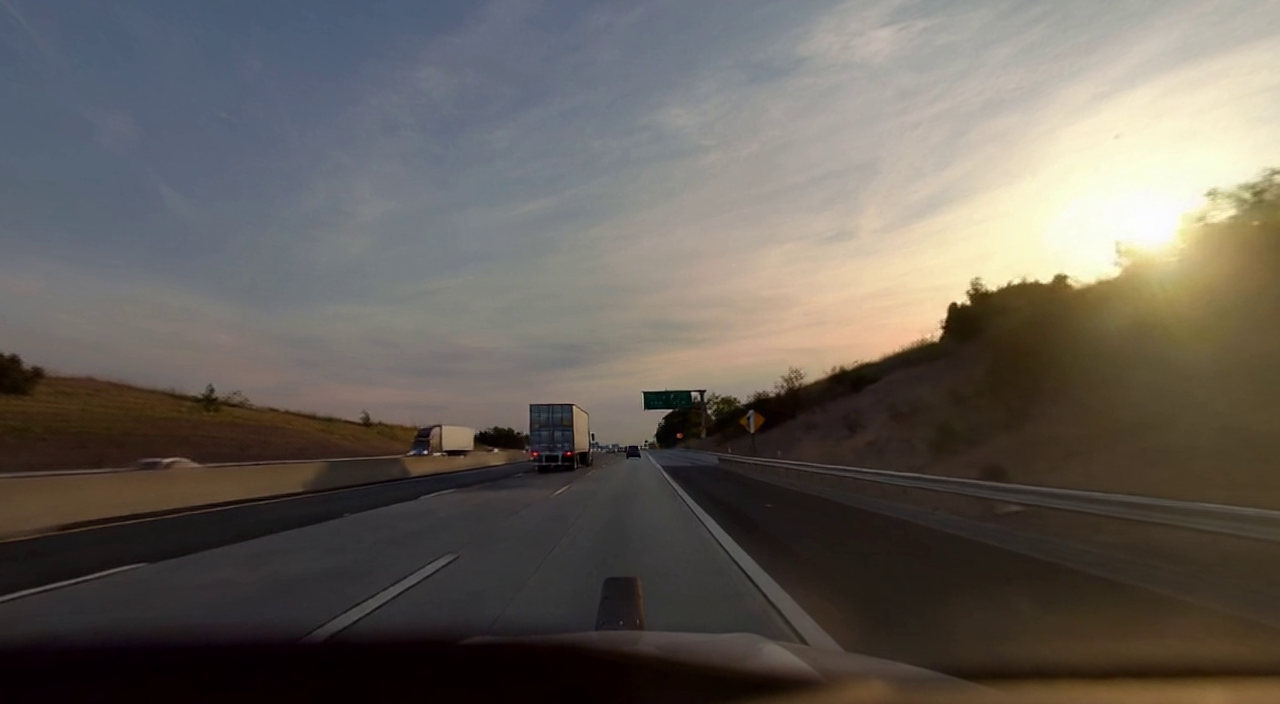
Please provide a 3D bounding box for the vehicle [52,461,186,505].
[{"bbox_3d":[-19.899,4.987,24.355,1.712,1.416,3.996,0,-9,1],"label":"vehicle"}]

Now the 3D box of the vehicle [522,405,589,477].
[{"bbox_3d":[-4.442,4.931,34.719,2.707,3.461,7.191,0,-9,0],"label":"vehicle"}]
